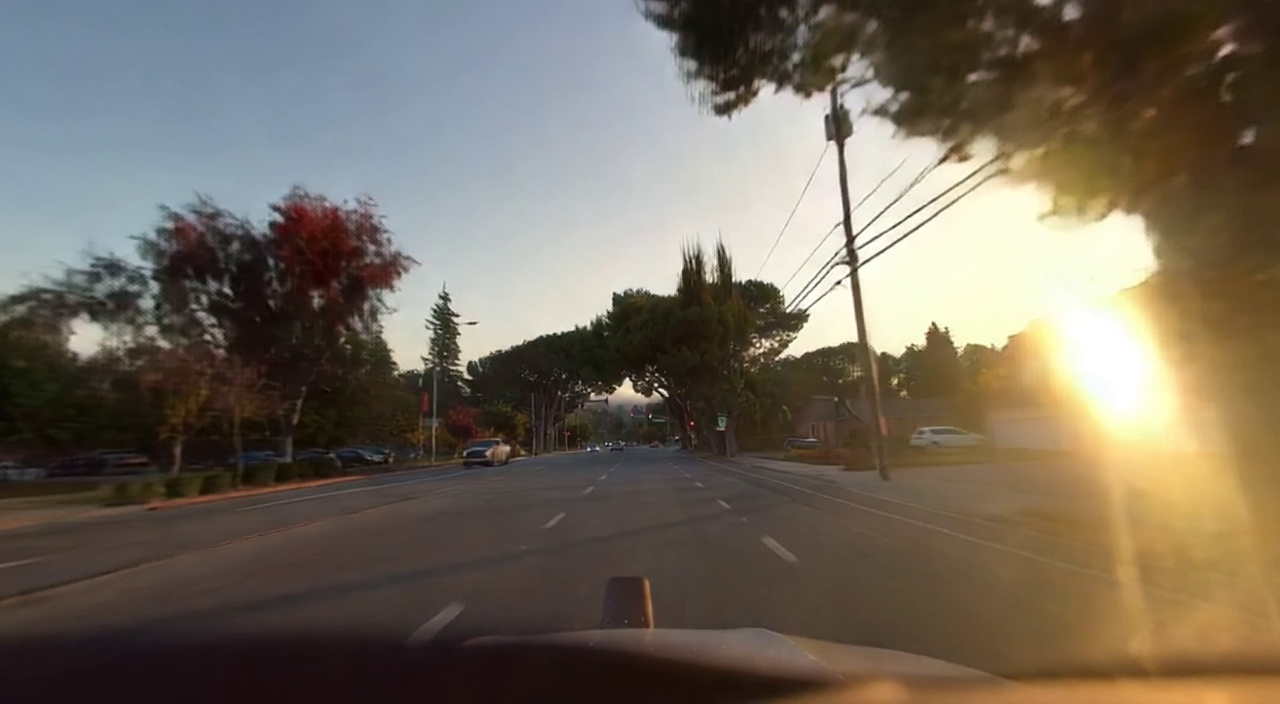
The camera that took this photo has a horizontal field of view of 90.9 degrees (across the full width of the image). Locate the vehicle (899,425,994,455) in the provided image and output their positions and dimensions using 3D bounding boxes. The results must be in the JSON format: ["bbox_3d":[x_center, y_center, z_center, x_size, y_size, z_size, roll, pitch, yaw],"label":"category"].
[{"bbox_3d":[18.506,5.328,38.206,4.591,1.718,2.107,0,-9,-2],"label":"vehicle"}]

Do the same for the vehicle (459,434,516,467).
[{"bbox_3d":[-9.959,6.515,41.829,2.294,1.975,5.773,0,-8,1],"label":"vehicle"}]

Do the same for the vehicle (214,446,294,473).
[{"bbox_3d":[-22.116,6.147,36.168,3.459,1.419,1.631,0,-9,-2],"label":"vehicle"}]

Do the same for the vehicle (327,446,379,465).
[{"bbox_3d":[-22.455,8.096,49.413,3.348,1.380,1.584,2,-8,-8],"label":"vehicle"}]
